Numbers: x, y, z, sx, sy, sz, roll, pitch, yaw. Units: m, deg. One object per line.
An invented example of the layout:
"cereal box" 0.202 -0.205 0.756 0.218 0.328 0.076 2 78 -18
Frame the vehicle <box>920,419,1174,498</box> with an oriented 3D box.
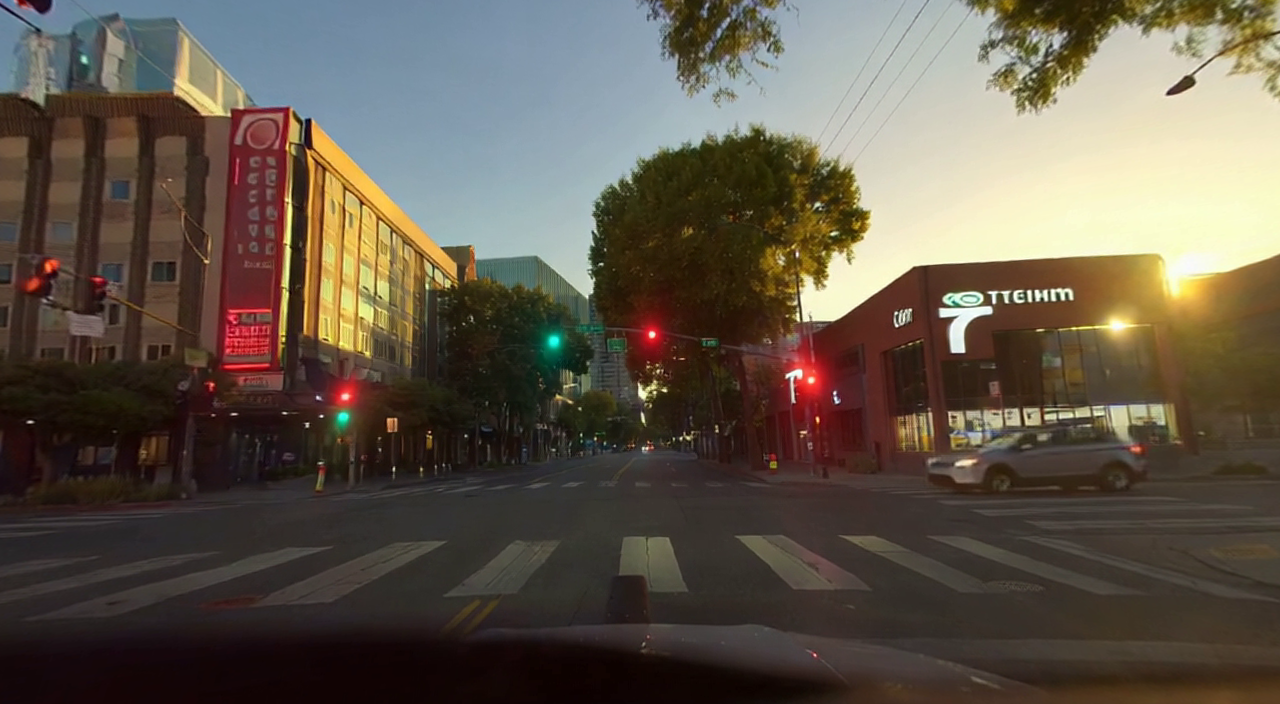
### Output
"vehicle" 9.813 2.601 15.543 4.836 1.795 1.957 0 -8 0
